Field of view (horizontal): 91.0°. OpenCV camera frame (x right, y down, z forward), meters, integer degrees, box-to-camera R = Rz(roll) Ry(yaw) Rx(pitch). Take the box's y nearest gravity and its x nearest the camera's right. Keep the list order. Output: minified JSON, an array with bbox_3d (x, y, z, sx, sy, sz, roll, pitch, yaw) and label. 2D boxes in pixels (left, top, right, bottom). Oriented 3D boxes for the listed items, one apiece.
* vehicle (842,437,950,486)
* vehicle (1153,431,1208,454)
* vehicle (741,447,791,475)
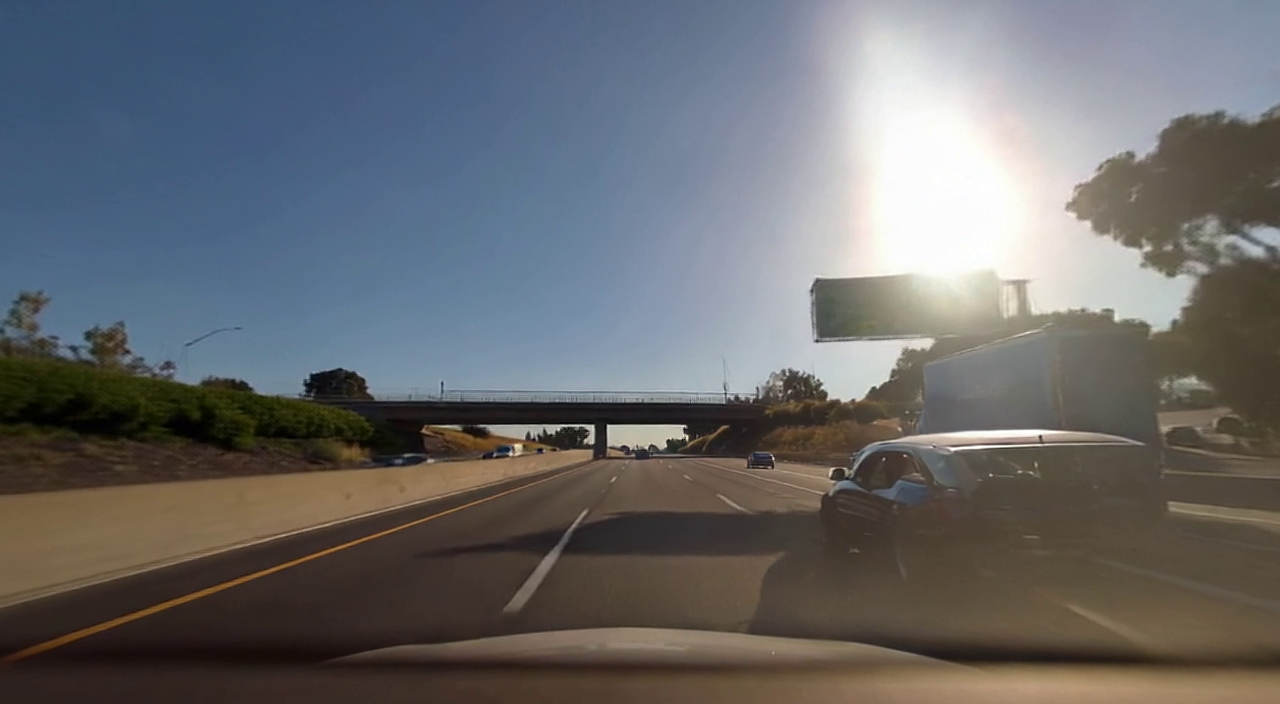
[{"bbox_3d":[11.110,4.798,27.943,2.387,1.936,5.646,0,-9,0],"label":"vehicle"},{"bbox_3d":[41.866,7.042,48.857,2.154,1.660,4.444,-5,-10,27],"label":"vehicle"},{"bbox_3d":[7.446,6.451,37.672,2.053,1.553,4.463,0,-9,0],"label":"vehicle"}]
